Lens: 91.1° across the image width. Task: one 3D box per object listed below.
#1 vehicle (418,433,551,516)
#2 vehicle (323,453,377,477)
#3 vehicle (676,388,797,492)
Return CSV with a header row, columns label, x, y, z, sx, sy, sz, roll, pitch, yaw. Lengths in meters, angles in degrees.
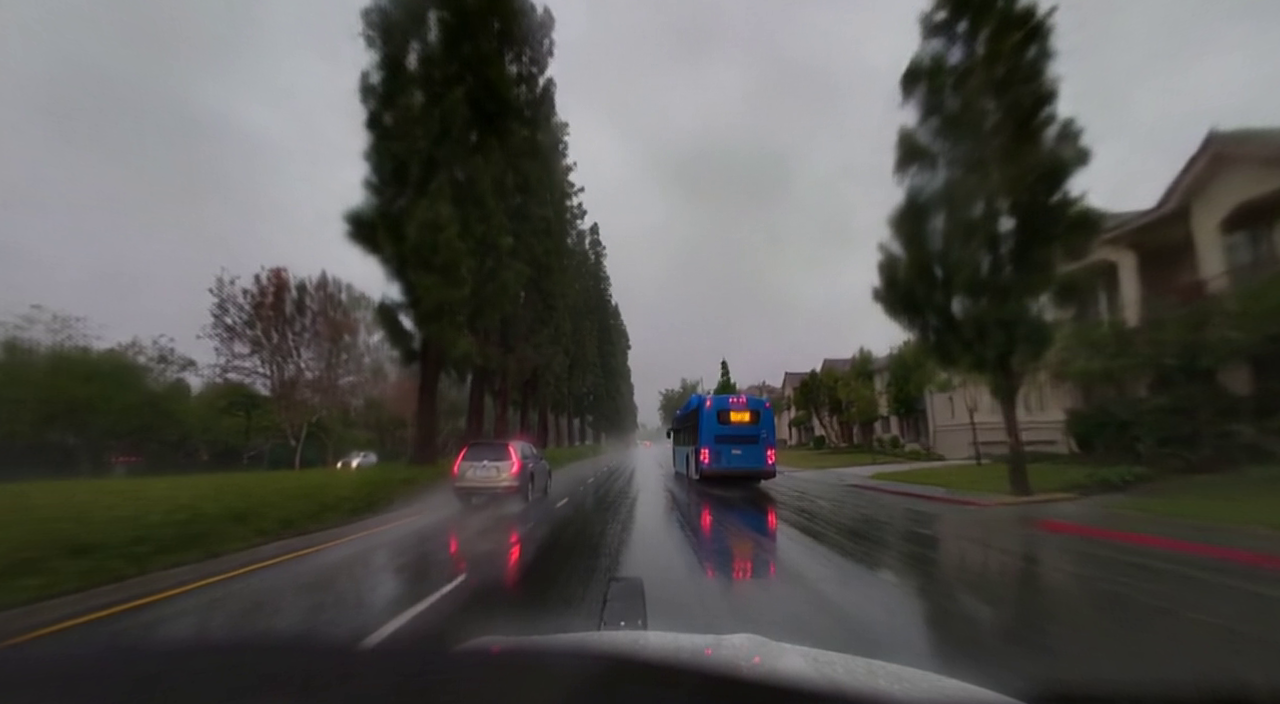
label,x,y,z,sx,sy,sz,roll,pitch,yaw
vehicle,-3.663,2.969,15.741,2.111,1.767,4.333,0,-8,1
vehicle,-22.338,8.697,48.518,2.018,1.648,4.631,0,-8,-1
vehicle,3.404,3.719,26.254,3.072,3.278,12.747,0,-8,0
